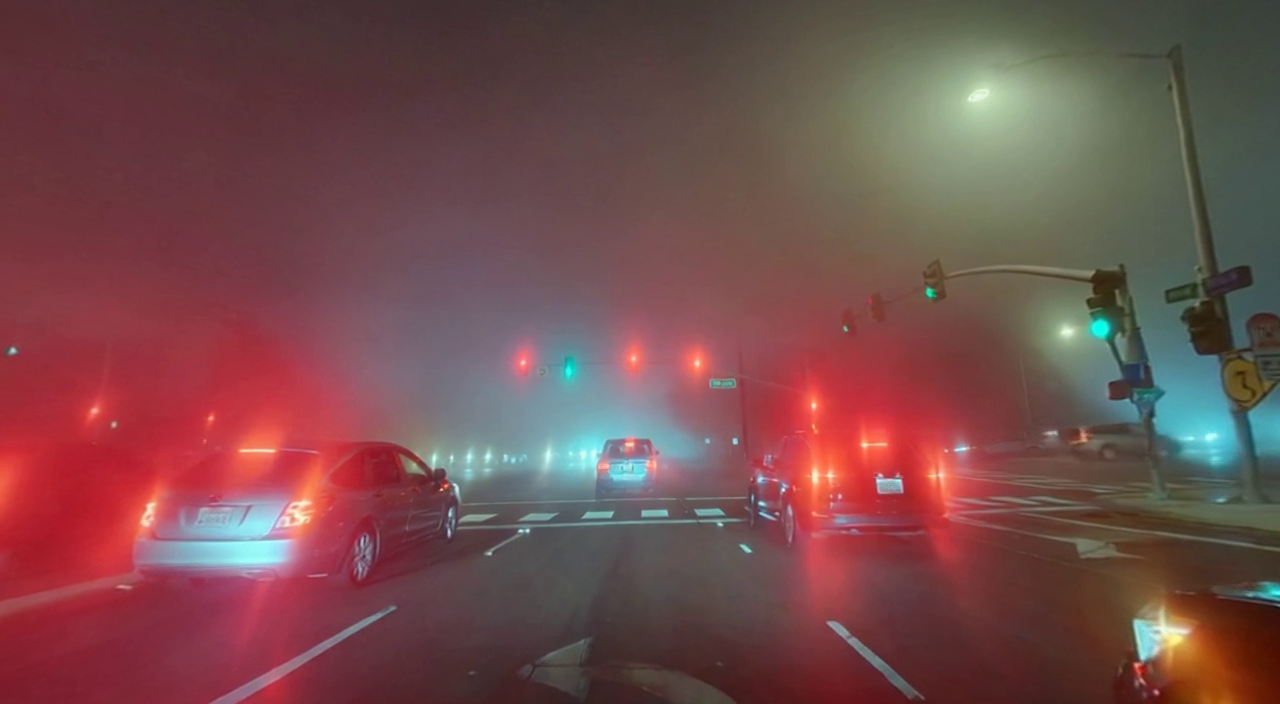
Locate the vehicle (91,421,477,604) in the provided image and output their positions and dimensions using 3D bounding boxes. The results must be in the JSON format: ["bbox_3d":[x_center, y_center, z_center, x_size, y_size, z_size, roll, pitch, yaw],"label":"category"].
[{"bbox_3d":[-3.519,1.650,7.449,1.941,1.492,4.399,0,-8,1],"label":"vehicle"}]

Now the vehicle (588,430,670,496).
[{"bbox_3d":[-0.274,3.288,19.048,2.215,1.749,3.976,0,-8,1],"label":"vehicle"}]

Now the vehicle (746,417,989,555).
[{"bbox_3d":[3.240,2.007,10.192,2.097,1.707,4.461,0,-8,-2],"label":"vehicle"}]

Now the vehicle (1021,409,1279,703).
[{"bbox_3d":[3.204,0.818,1.421,1.960,1.460,4.233,0,-8,-1],"label":"vehicle"}]
